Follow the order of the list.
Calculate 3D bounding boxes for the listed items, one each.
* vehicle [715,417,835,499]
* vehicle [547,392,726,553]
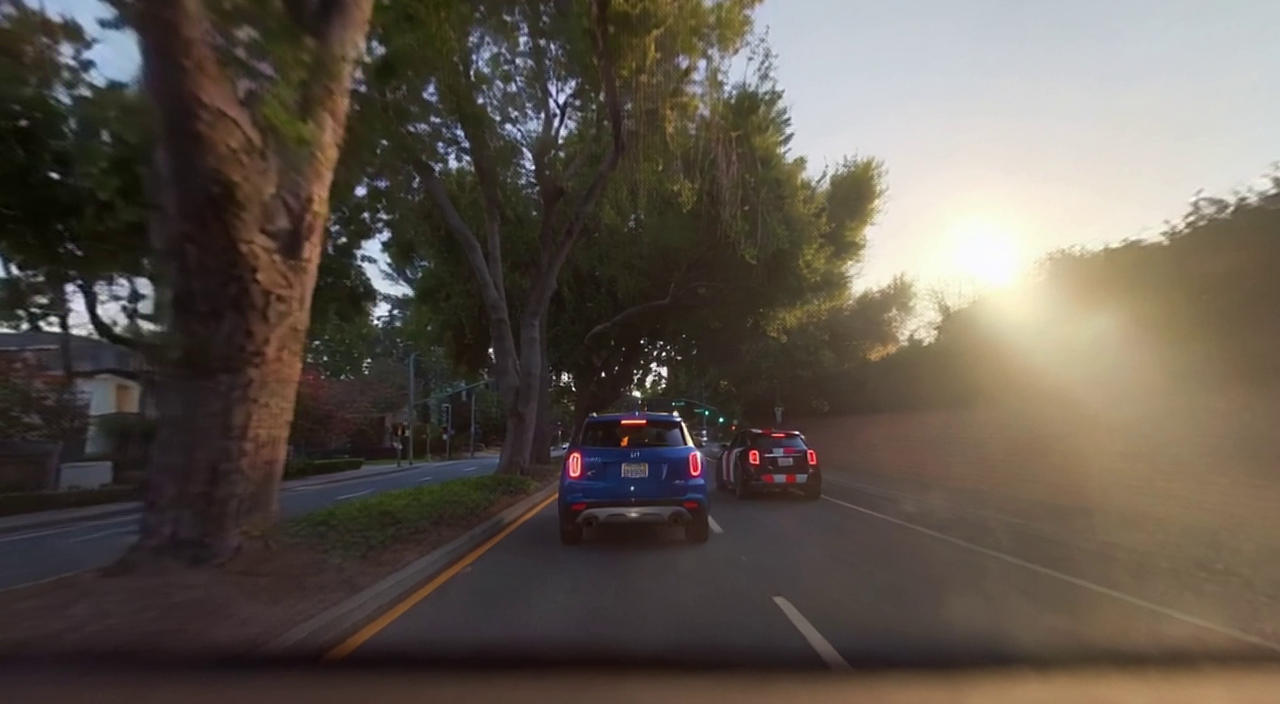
[{"bbox_3d":[3.074,2.526,15.292,1.840,1.709,4.202,1,-8,-2],"label":"vehicle"},{"bbox_3d":[-0.090,1.578,8.665,1.984,1.777,3.148,1,-8,-2],"label":"vehicle"}]
